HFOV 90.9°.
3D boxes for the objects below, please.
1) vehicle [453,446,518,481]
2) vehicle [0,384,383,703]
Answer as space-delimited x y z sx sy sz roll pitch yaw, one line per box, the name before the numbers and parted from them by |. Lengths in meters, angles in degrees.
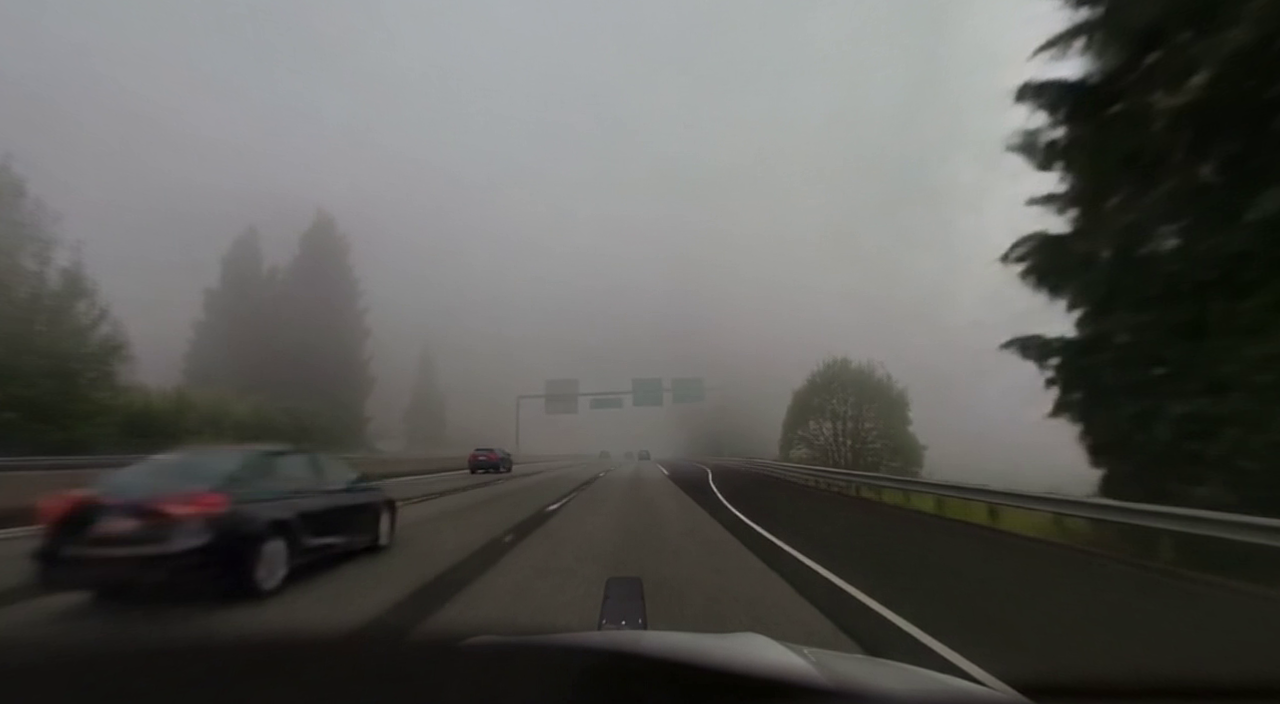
vehicle | -7.136 5.206 29.656 1.835 1.459 4.636 0 -9 1
vehicle | -3.848 1.233 4.757 1.875 1.587 4.687 1 -9 -1
